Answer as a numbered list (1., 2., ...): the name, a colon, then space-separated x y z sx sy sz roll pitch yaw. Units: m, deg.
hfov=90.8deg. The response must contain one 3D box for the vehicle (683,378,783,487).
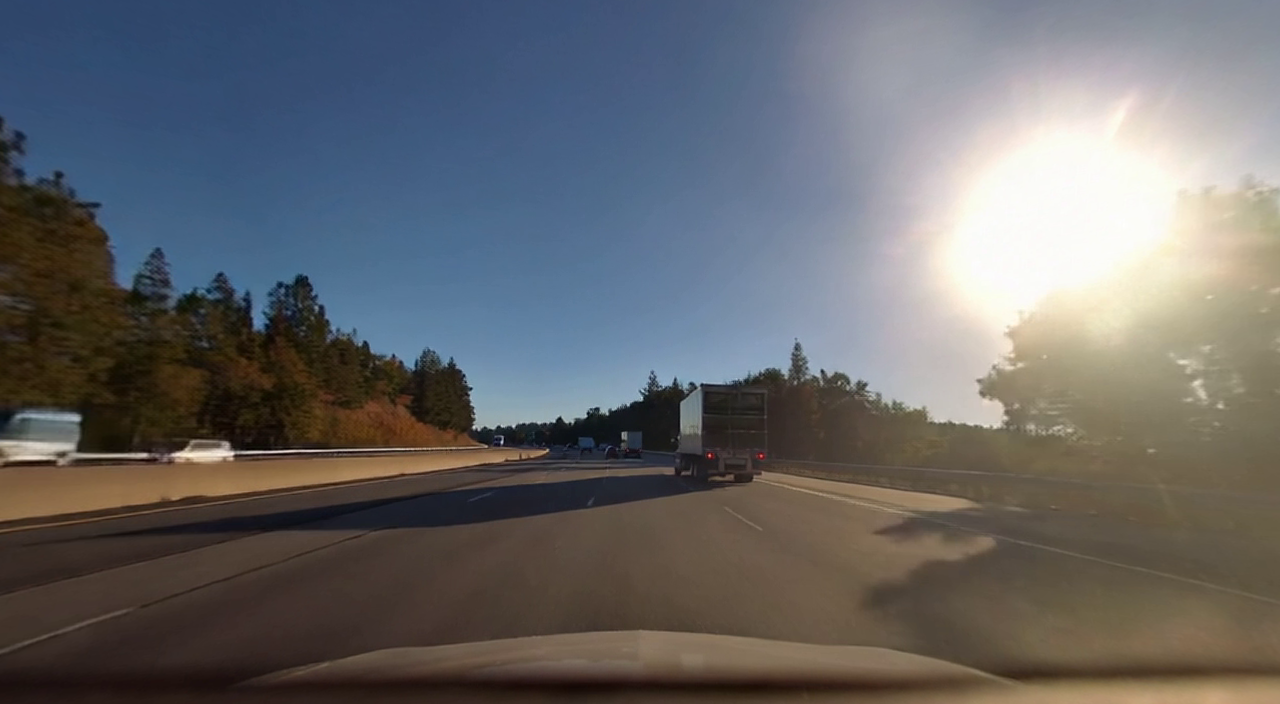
1. vehicle: 3.759 3.646 27.834 2.826 4.035 8.369 1 -9 -2

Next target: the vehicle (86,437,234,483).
1. vehicle: -17.618 3.992 23.496 1.978 1.503 4.537 0 -9 -1
